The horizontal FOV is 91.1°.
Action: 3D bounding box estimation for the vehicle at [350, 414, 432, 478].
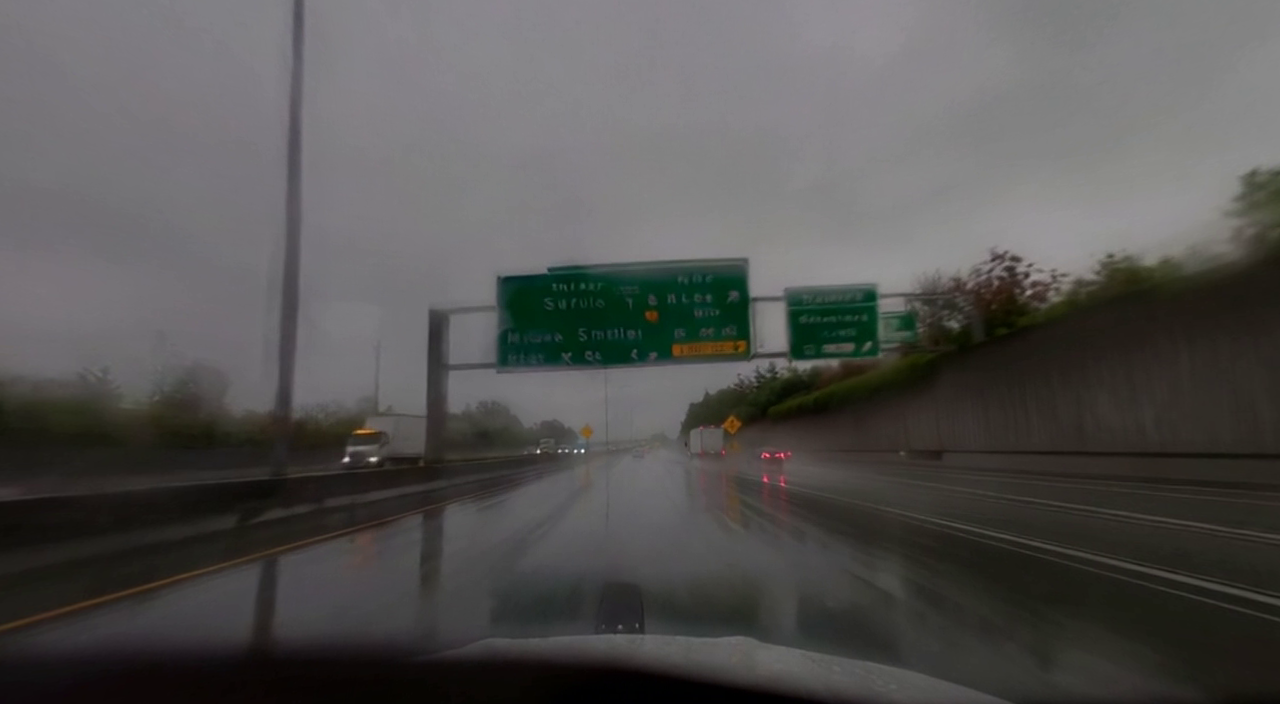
[{"bbox_3d":[-16.420,6.267,41.935,2.988,3.980,5.849,0,-9,0],"label":"vehicle"}]
